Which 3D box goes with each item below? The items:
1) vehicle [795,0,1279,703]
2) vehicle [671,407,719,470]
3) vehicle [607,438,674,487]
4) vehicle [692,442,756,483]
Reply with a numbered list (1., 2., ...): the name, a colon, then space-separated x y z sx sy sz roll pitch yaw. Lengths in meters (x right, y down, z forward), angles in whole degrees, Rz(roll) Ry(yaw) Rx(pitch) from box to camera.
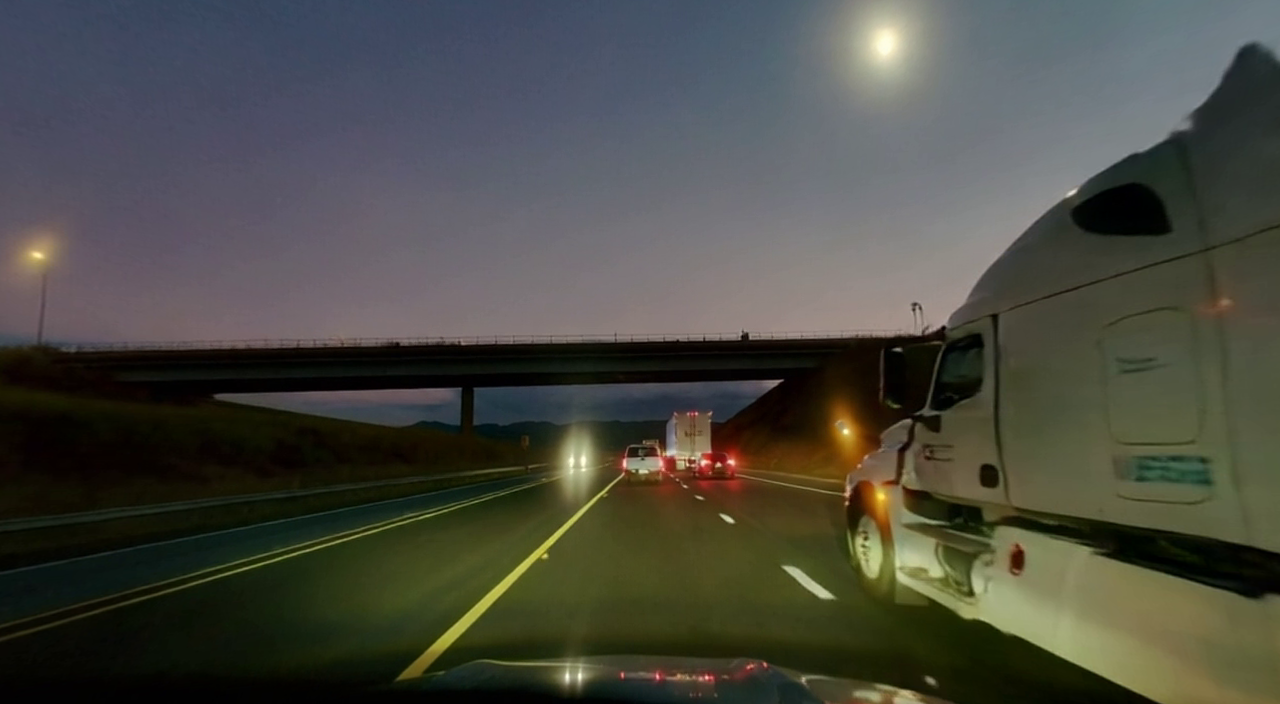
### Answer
1. vehicle: 3.009 -0.225 2.768 2.987 3.897 5.990 -1 -9 0
2. vehicle: 3.675 6.079 43.889 2.948 3.974 6.480 -1 -9 2
3. vehicle: 0.007 4.032 23.224 2.256 1.615 4.114 -1 -9 0
4. vehicle: 3.340 4.480 25.799 1.972 1.505 3.946 0 -9 -1
